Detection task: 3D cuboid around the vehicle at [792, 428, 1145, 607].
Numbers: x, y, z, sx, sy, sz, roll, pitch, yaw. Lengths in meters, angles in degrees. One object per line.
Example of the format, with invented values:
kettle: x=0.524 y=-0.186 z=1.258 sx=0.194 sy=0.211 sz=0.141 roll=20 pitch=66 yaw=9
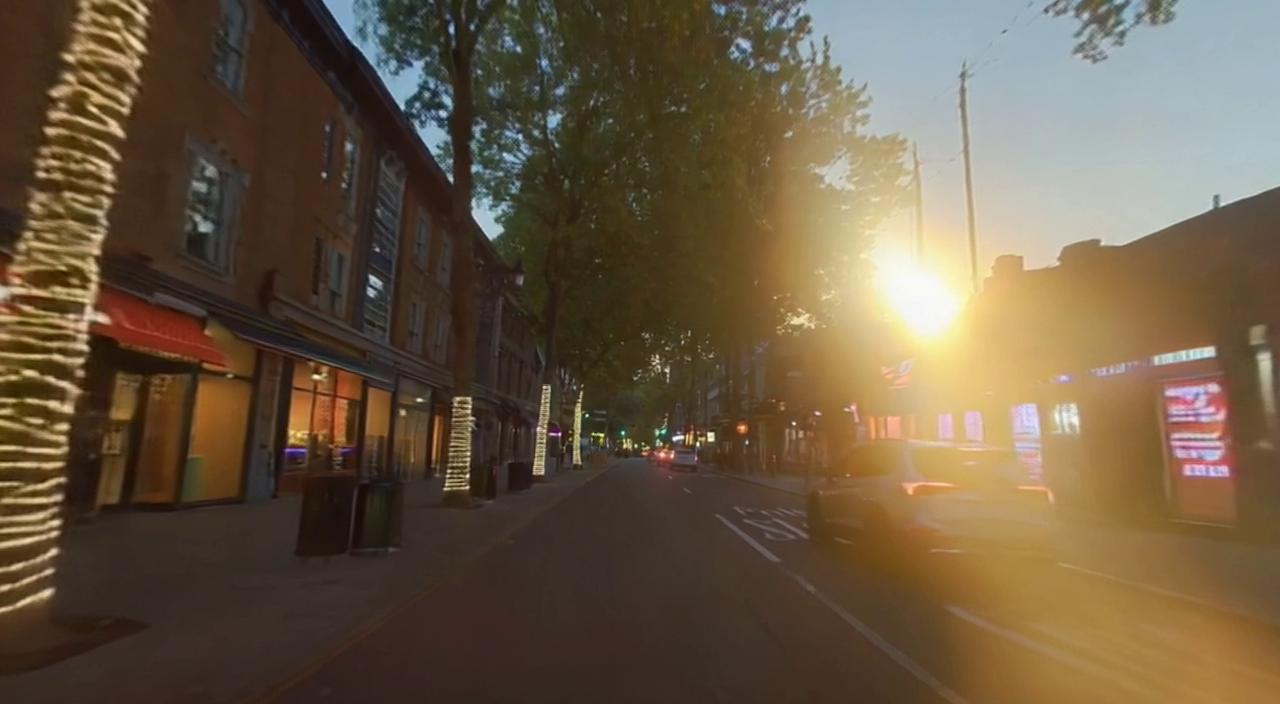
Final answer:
vehicle: x=3.442 y=1.795 z=7.826 sx=1.971 sy=1.559 sz=4.326 roll=0 pitch=-9 yaw=-1
